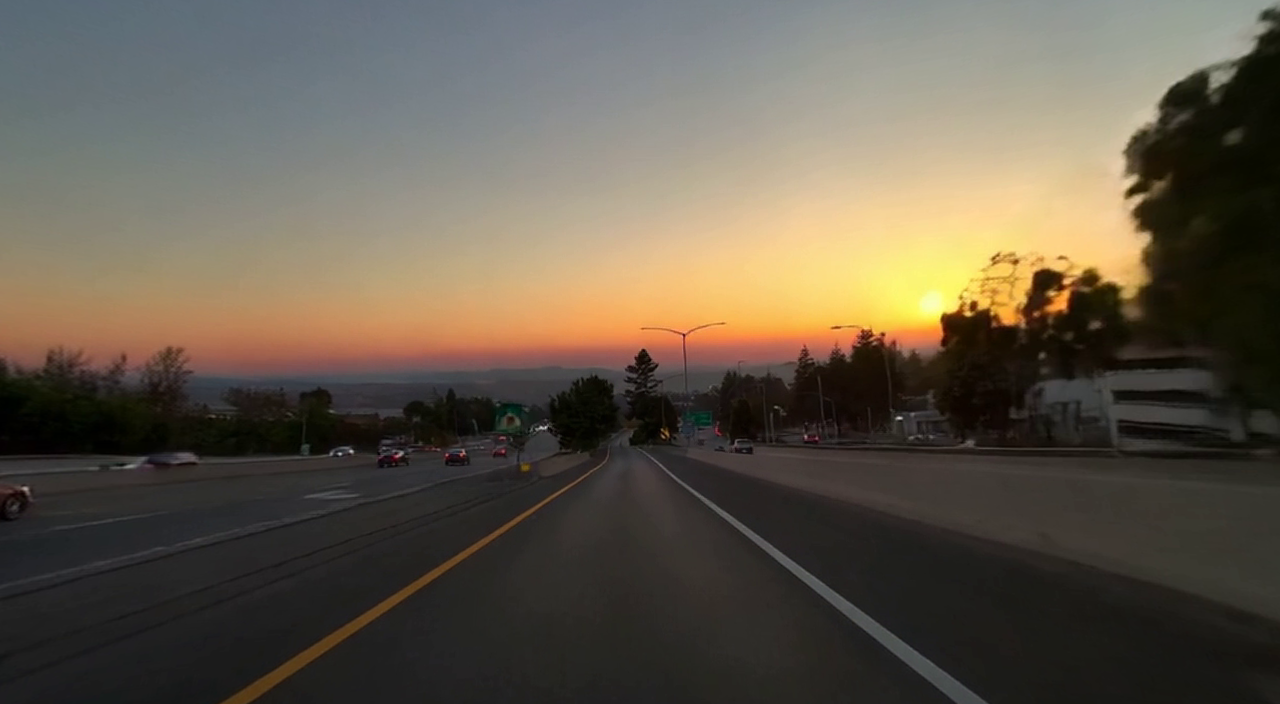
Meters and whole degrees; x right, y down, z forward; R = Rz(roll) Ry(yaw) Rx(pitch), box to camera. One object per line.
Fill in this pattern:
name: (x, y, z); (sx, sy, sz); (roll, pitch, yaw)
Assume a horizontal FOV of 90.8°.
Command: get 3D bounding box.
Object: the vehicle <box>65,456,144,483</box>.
vehicle: (-36.302, 7.950, 42.964); (1.978, 1.492, 4.214); (-2, -8, -5)
